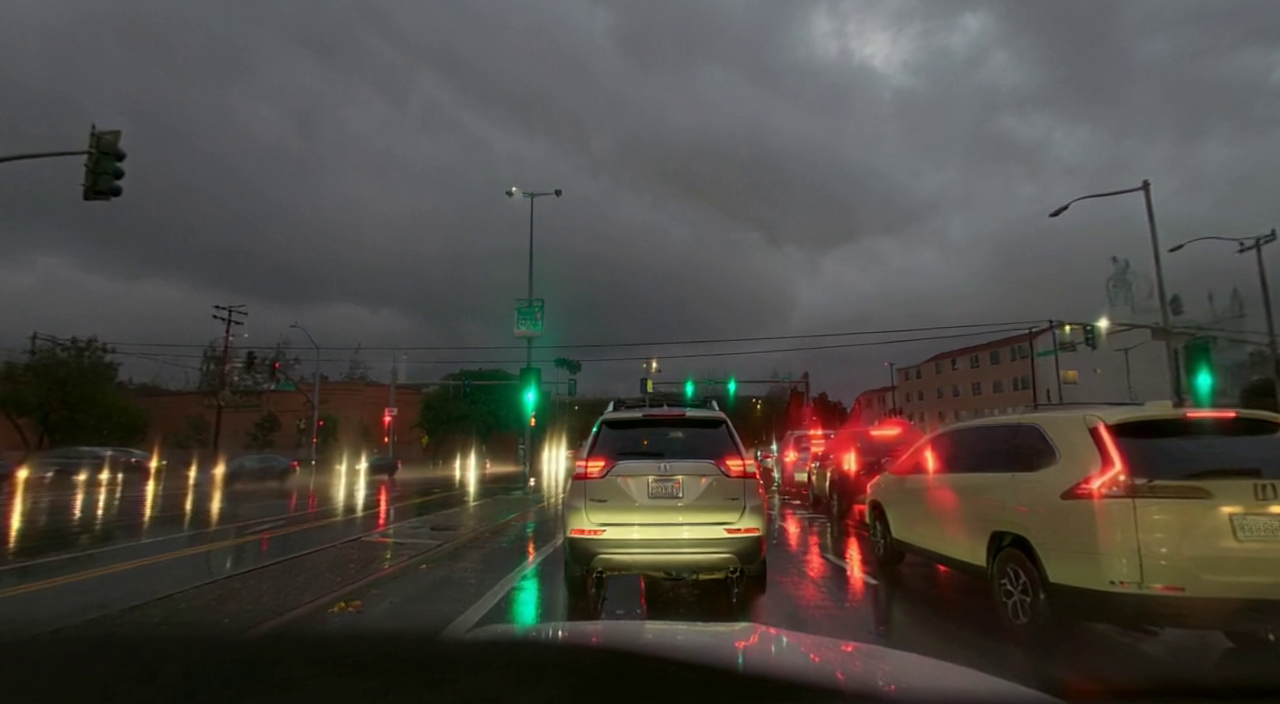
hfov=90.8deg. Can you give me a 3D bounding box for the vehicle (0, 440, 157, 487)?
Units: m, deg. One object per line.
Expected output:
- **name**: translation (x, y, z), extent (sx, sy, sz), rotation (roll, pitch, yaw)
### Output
- **vehicle**: translation (-24.571, 4.836, 27.549), extent (5.062, 1.946, 2.243), rotation (0, -9, -1)

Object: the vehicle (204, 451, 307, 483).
- **vehicle**: translation (-24.433, 7.310, 40.352), extent (5.156, 1.849, 2.044), rotation (2, -9, -16)

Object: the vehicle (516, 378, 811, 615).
- **vehicle**: translation (0.228, 1.458, 7.216), extent (2.292, 1.840, 4.394), rotation (0, -9, 1)

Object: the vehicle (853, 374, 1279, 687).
- **vehicle**: translation (3.606, 1.287, 5.656), extent (2.018, 1.701, 4.288), rotation (0, -9, 2)

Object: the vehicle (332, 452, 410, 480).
- **vehicle**: translation (-18.492, 7.816, 43.727), extent (2.089, 1.739, 4.744), rotation (-4, -9, 24)
